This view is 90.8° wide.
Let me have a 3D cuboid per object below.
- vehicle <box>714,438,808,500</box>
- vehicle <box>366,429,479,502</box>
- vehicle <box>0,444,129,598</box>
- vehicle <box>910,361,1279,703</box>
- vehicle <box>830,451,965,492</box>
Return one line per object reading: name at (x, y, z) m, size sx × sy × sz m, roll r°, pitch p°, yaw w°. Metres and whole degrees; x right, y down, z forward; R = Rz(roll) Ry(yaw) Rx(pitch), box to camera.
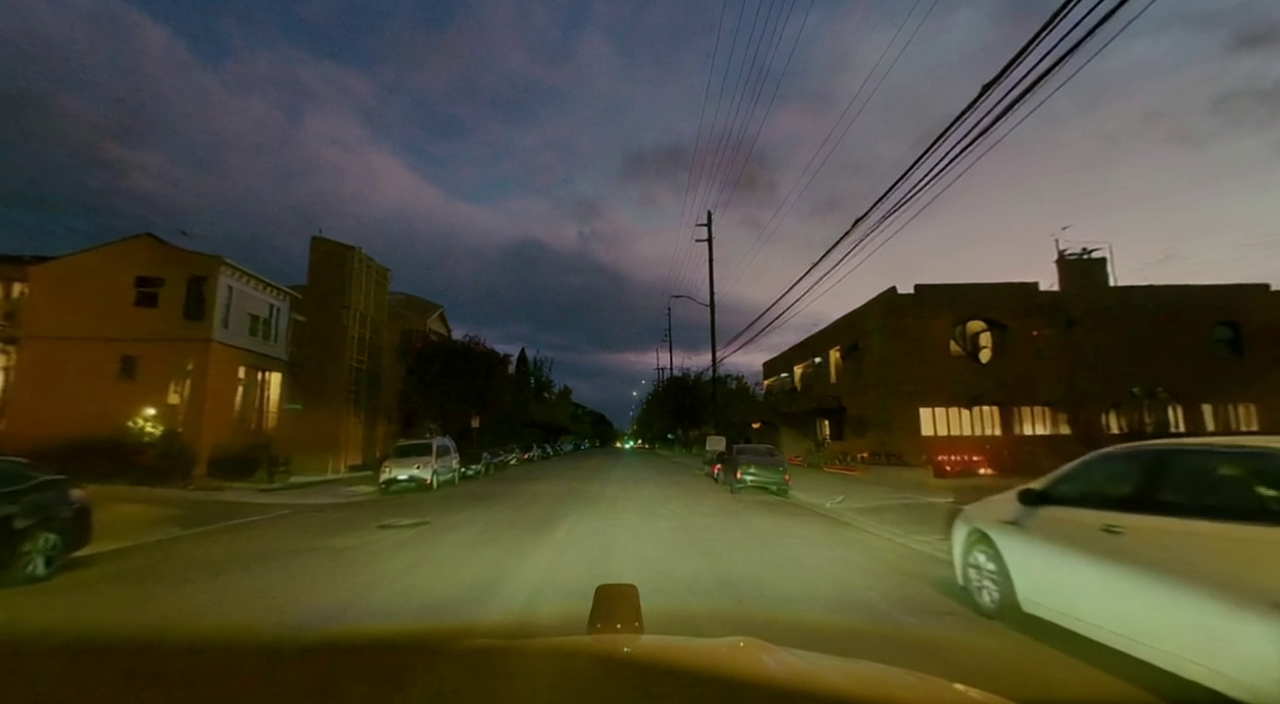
vehicle at (3.511, 3.489, 19.202) m, size 1.925 × 1.634 × 4.419 m, roll 0°, pitch -9°, yaw -1°
vehicle at (-7.883, 4.098, 23.631) m, size 2.351 × 2.251 × 5.856 m, roll -2°, pitch -7°, yaw -2°
vehicle at (-7.515, 1.669, 5.563) m, size 2.145 × 1.488 × 4.646 m, roll -3°, pitch -7°, yaw 1°
vehicle at (3.570, 1.126, 3.736) m, size 1.986 × 1.665 × 4.606 m, roll 1°, pitch -10°, yaw 1°
vehicle at (10.586, 4.901, 26.106) m, size 4.935 × 1.549 × 2.016 m, roll -5°, pitch -11°, yaw 26°
